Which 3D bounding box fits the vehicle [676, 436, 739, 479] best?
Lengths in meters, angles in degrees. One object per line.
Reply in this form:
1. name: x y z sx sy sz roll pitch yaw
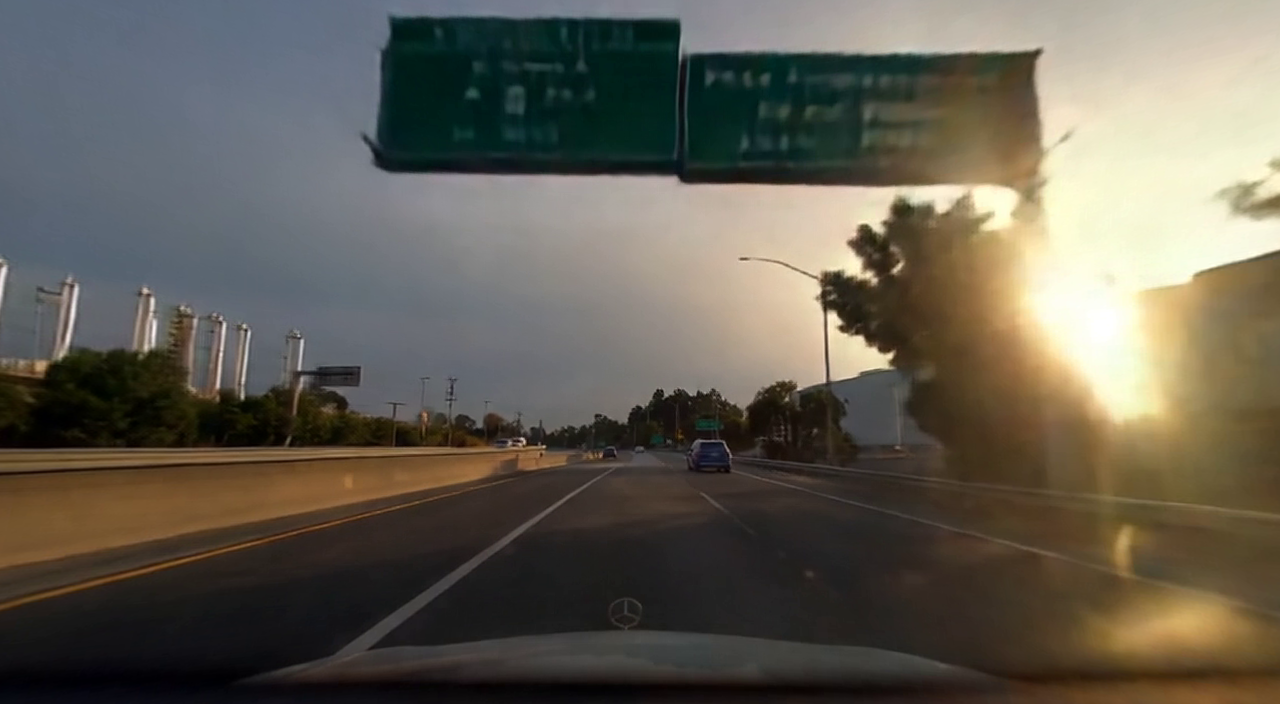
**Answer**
1. vehicle: 3.007 4.847 29.269 2.296 1.790 5.067 0 -9 -1
